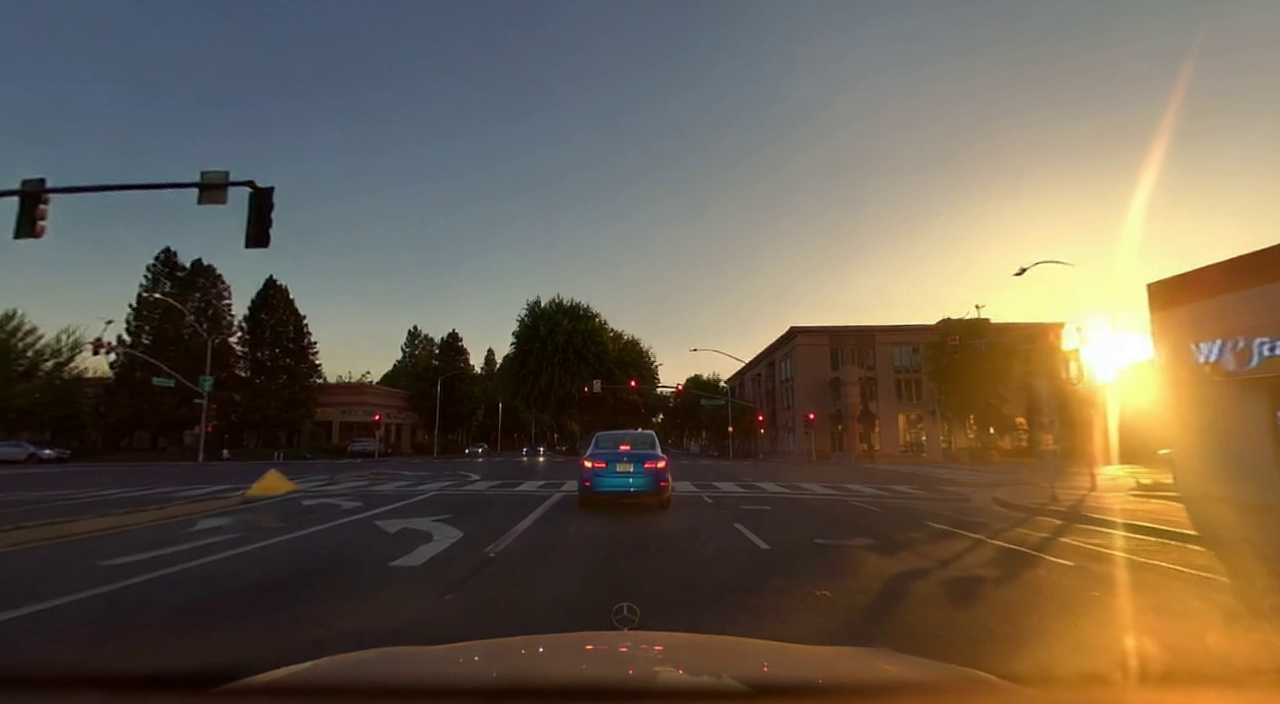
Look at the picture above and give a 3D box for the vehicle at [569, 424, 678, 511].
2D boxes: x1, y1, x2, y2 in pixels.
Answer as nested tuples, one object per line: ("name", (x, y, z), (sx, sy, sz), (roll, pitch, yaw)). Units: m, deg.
("vehicle", (-0.357, 2.480, 13.964), (2.066, 1.618, 3.922), (0, -8, -1))
